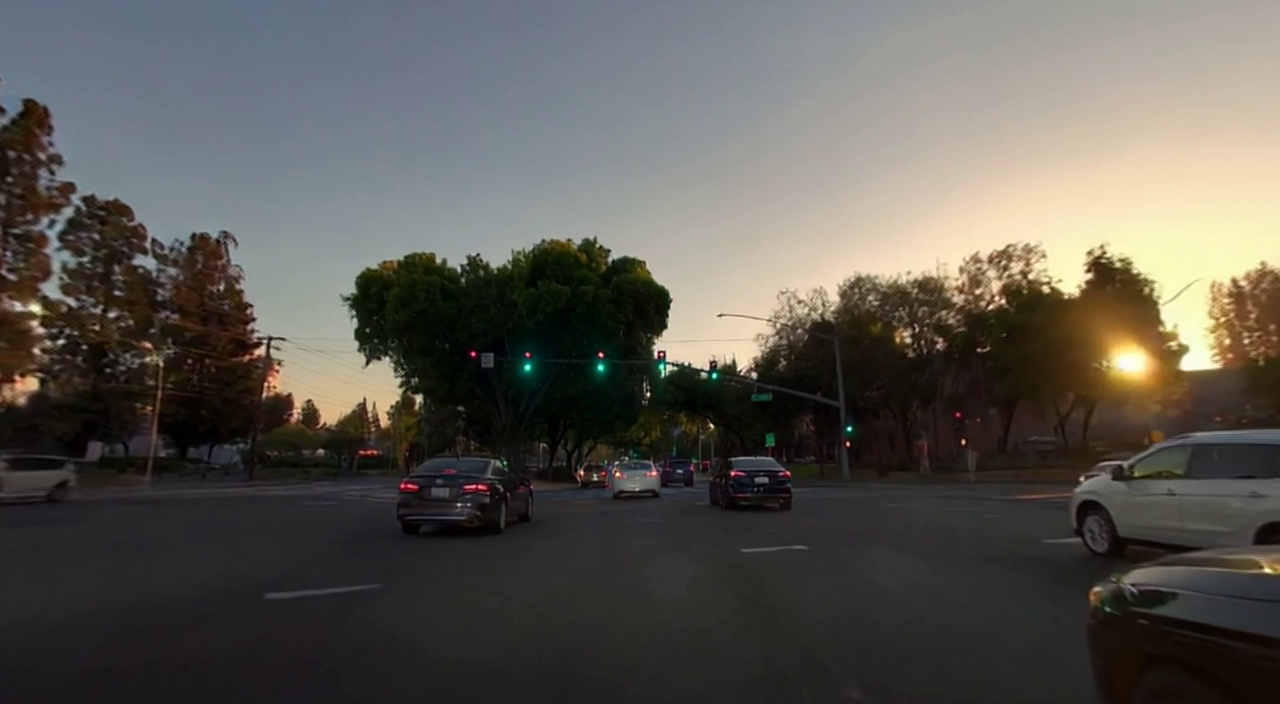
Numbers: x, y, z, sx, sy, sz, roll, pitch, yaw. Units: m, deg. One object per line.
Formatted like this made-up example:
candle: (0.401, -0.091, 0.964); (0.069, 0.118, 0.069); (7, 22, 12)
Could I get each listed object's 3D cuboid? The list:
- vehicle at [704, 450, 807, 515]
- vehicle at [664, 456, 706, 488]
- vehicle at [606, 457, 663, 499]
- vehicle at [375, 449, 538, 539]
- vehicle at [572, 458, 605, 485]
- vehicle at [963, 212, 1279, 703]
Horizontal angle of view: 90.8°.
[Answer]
vehicle: (3.196, 3.716, 18.614); (1.996, 1.566, 4.917); (0, -8, -2)
vehicle: (2.697, 7.395, 39.221); (2.138, 1.778, 4.422); (0, -8, -2)
vehicle: (-0.253, 5.032, 25.578); (2.098, 1.461, 3.958); (0, -8, -1)
vehicle: (-3.541, 2.814, 13.236); (2.045, 1.463, 4.490); (0, -8, 0)
vehicle: (-3.657, 8.647, 45.885); (2.033, 1.714, 4.278); (0, -8, 0)
vehicle: (2.764, 0.411, 0.520); (2.153, 1.853, 5.235); (0, -8, -1)
